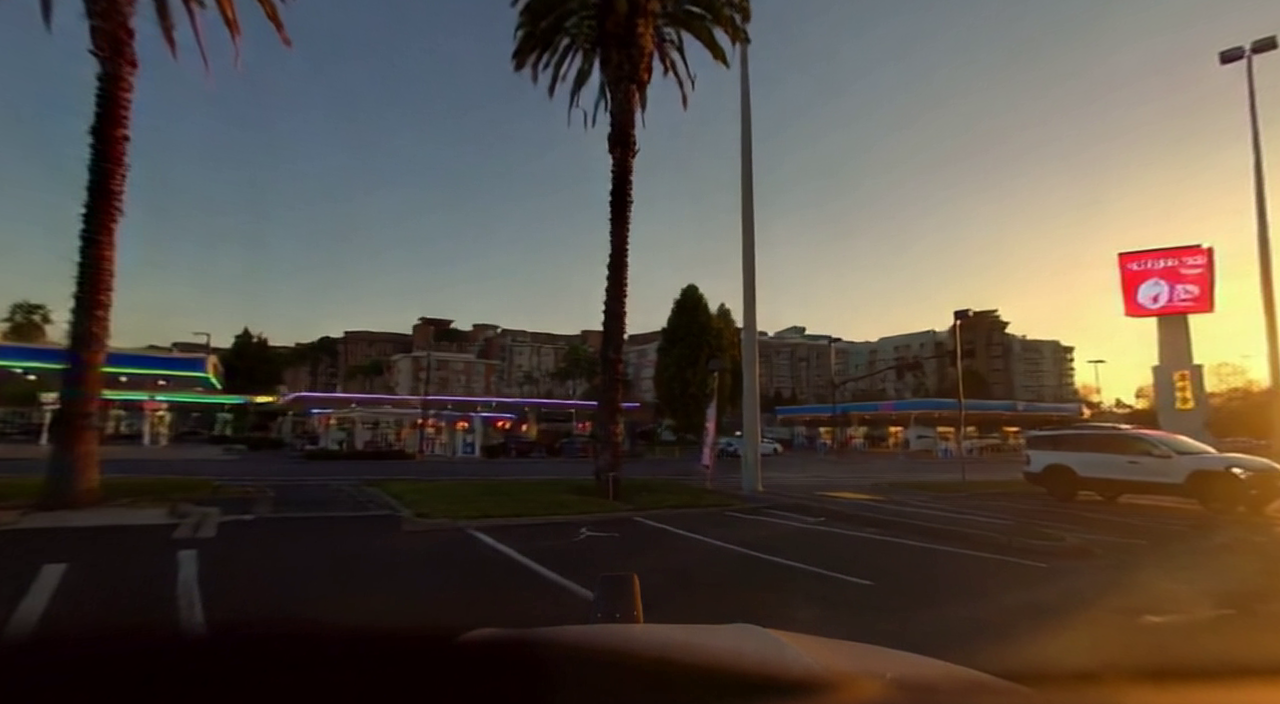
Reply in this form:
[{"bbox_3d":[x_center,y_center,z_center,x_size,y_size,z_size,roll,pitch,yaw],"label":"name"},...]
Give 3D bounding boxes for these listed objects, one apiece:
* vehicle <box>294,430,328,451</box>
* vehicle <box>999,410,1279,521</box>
[{"bbox_3d":[-24.689,6.648,47.517,1.901,1.463,3.948,3,-9,-22],"label":"vehicle"},{"bbox_3d":[10.483,2.286,13.267,2.028,1.850,4.731,4,-9,-24],"label":"vehicle"}]
